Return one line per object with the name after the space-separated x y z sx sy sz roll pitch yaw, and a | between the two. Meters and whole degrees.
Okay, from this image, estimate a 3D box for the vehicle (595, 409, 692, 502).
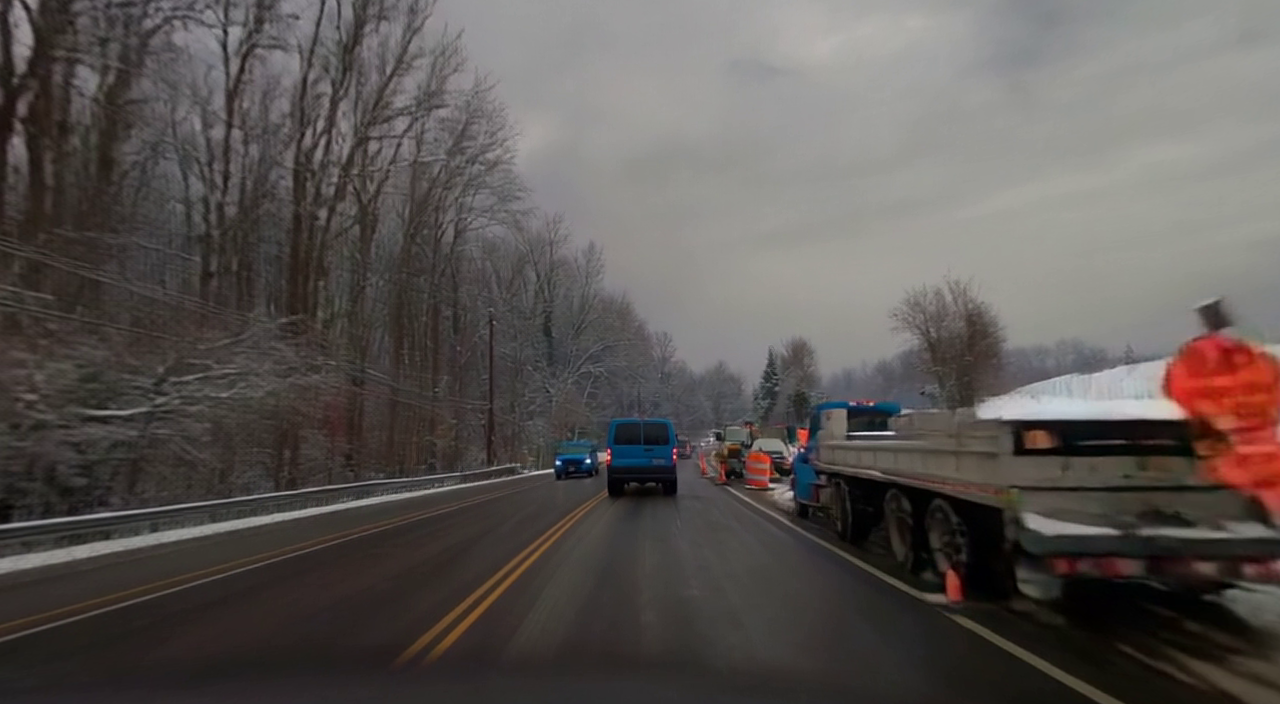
0.234 2.877 17.923 2.362 2.247 4.892 0 -9 4 | vehicle

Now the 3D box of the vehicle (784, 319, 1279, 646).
3.876 1.360 7.817 2.833 2.033 7.668 0 -8 4 | vehicle

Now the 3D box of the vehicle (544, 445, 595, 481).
-3.853 6.155 35.493 2.230 1.842 5.014 0 -8 0 | vehicle
